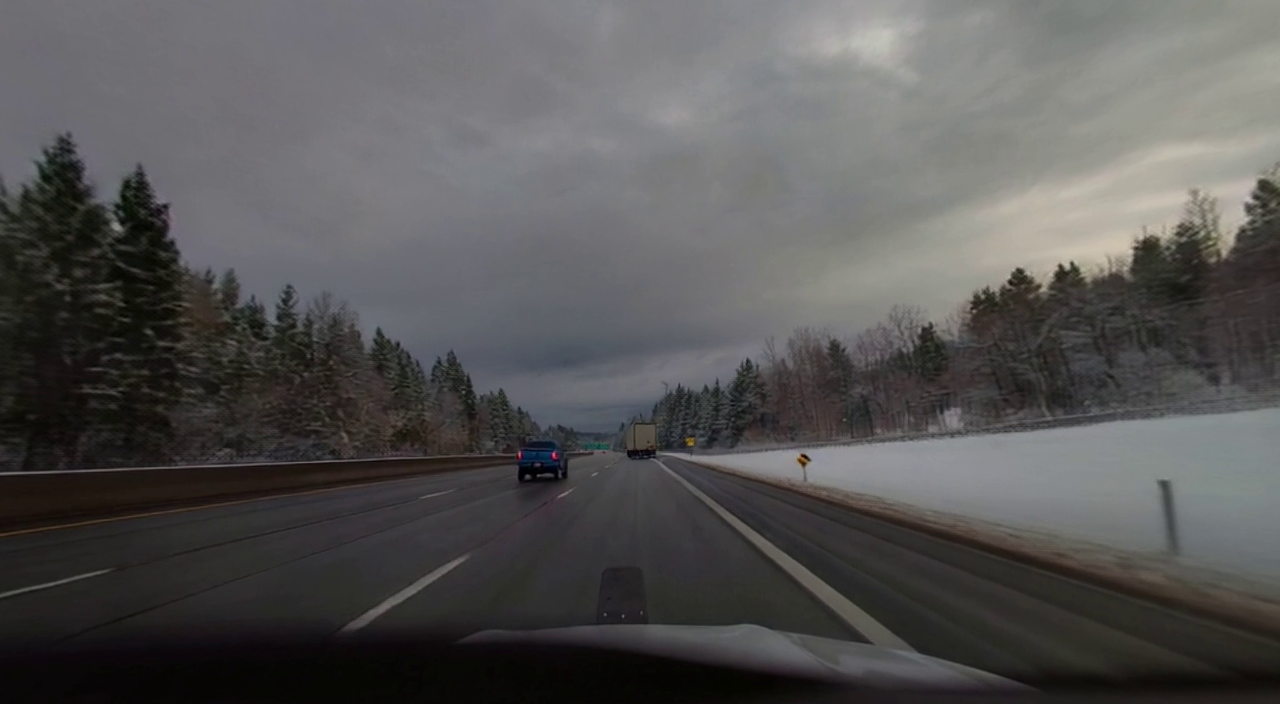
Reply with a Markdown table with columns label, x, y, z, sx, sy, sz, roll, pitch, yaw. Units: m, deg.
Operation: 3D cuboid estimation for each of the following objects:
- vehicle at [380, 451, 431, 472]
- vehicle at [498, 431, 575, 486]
| label | x | y | z | sx | sy | sz | roll | pitch | yaw |
| --- | --- | --- | --- | --- | --- | --- | --- | --- | --- |
| vehicle | -16.950 | 7.907 | 45.787 | 1.899 | 1.457 | 4.617 | 0 | -9 | 0 |
| vehicle | -3.939 | 4.187 | 25.012 | 2.124 | 1.888 | 5.226 | 0 | -9 | 0 |
